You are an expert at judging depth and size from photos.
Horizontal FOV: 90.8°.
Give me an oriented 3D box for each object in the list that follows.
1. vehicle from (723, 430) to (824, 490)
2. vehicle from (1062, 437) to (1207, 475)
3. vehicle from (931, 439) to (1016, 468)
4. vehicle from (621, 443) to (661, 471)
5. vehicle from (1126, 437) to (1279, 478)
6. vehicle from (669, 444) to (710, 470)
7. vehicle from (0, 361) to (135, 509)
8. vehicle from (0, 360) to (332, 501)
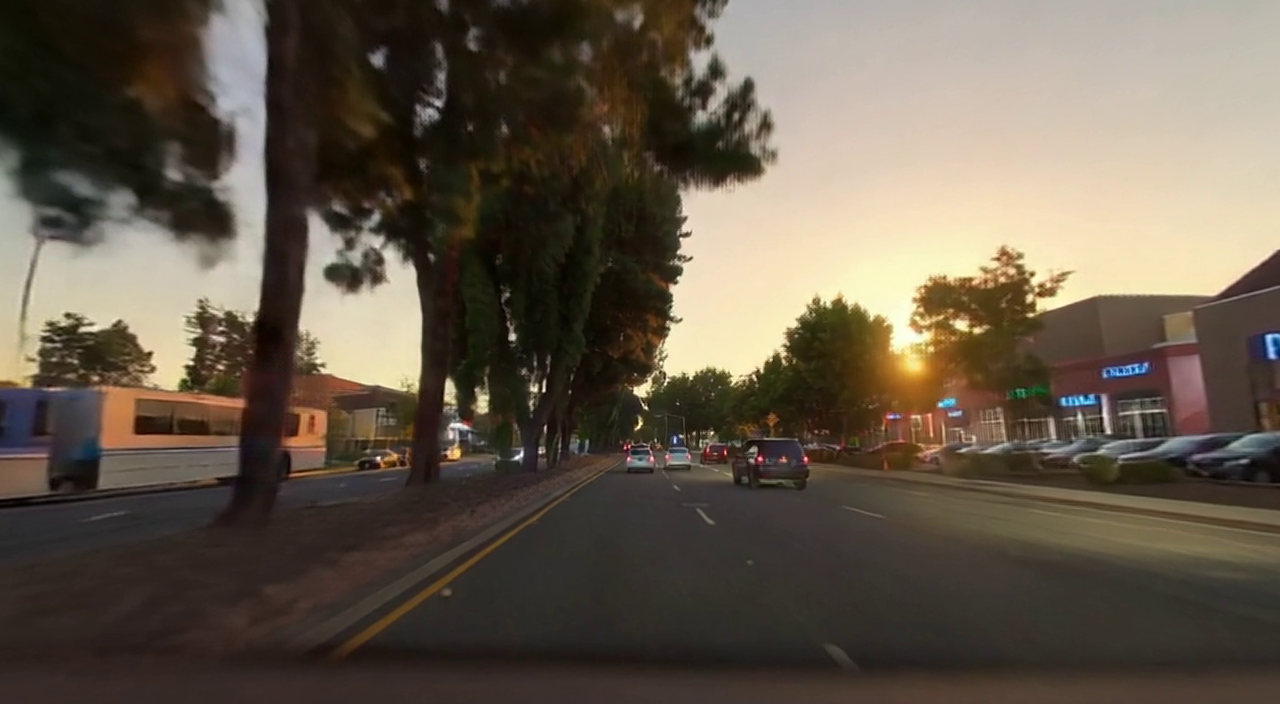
[{"bbox_3d":[4.404,3.657,21.710,2.140,1.811,4.593,1,-9,-4],"label":"vehicle"},{"bbox_3d":[20.217,4.255,25.946,4.360,1.383,1.960,-1,-8,-3],"label":"vehicle"},{"bbox_3d":[20.904,6.347,39.659,4.162,1.546,2.051,-1,-7,-5],"label":"vehicle"},{"bbox_3d":[0.044,5.666,34.216,2.056,1.440,3.798,0,-9,0],"label":"vehicle"},{"bbox_3d":[20.867,3.877,23.352,4.176,1.386,1.865,0,-8,0],"label":"vehicle"},{"bbox_3d":[2.831,6.093,36.865,1.970,1.402,3.756,0,-9,-1],"label":"vehicle"},{"bbox_3d":[-19.106,2.253,17.216,2.999,4.017,8.806,0,-9,2],"label":"vehicle"},{"bbox_3d":[-18.879,3.569,27.040,3.207,4.202,16.118,-1,-9,0],"label":"vehicle"}]
